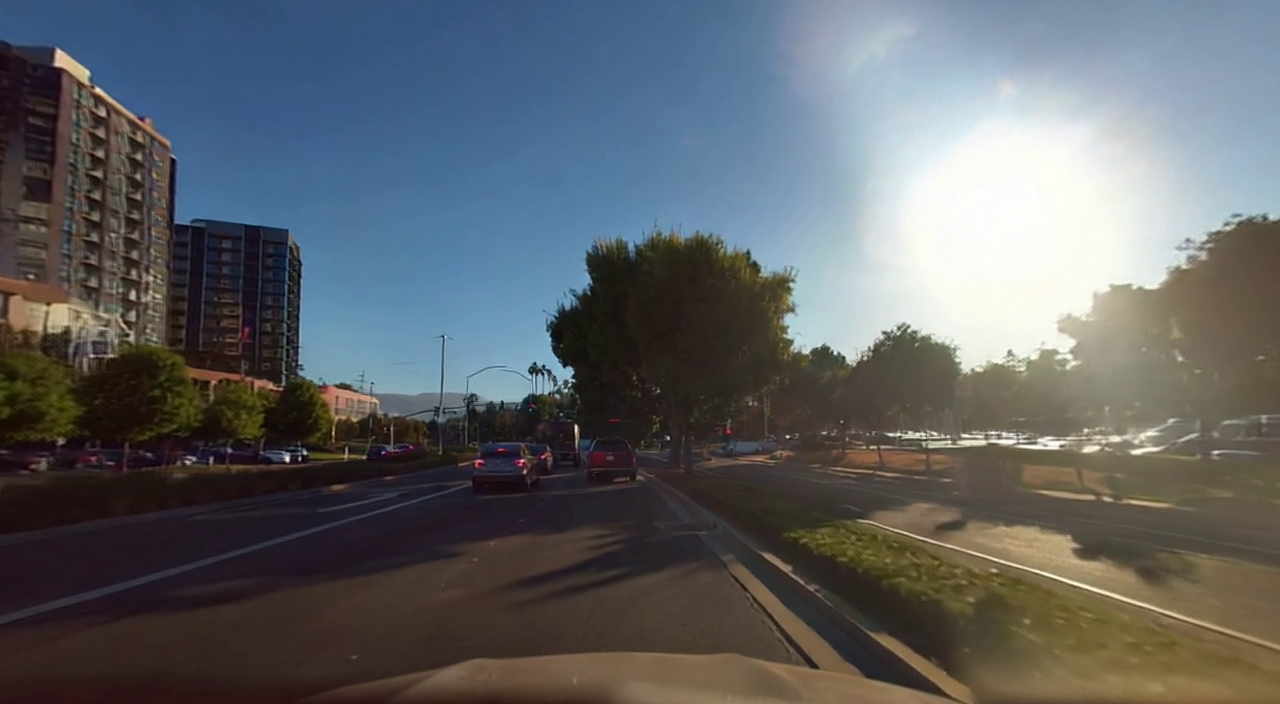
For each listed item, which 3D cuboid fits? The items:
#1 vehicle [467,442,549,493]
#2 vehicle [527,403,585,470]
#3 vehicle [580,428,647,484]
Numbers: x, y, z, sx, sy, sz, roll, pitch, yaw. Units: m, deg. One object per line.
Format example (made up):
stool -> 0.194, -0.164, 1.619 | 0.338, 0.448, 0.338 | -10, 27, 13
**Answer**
vehicle -> -4.134, 3.663, 20.502 | 1.904, 1.460, 4.300 | 0, -8, -2
vehicle -> -5.321, 5.734, 42.383 | 2.918, 3.741, 13.683 | 1, -8, -4
vehicle -> -1.019, 3.834, 23.537 | 2.260, 1.872, 4.578 | 0, -8, -3
